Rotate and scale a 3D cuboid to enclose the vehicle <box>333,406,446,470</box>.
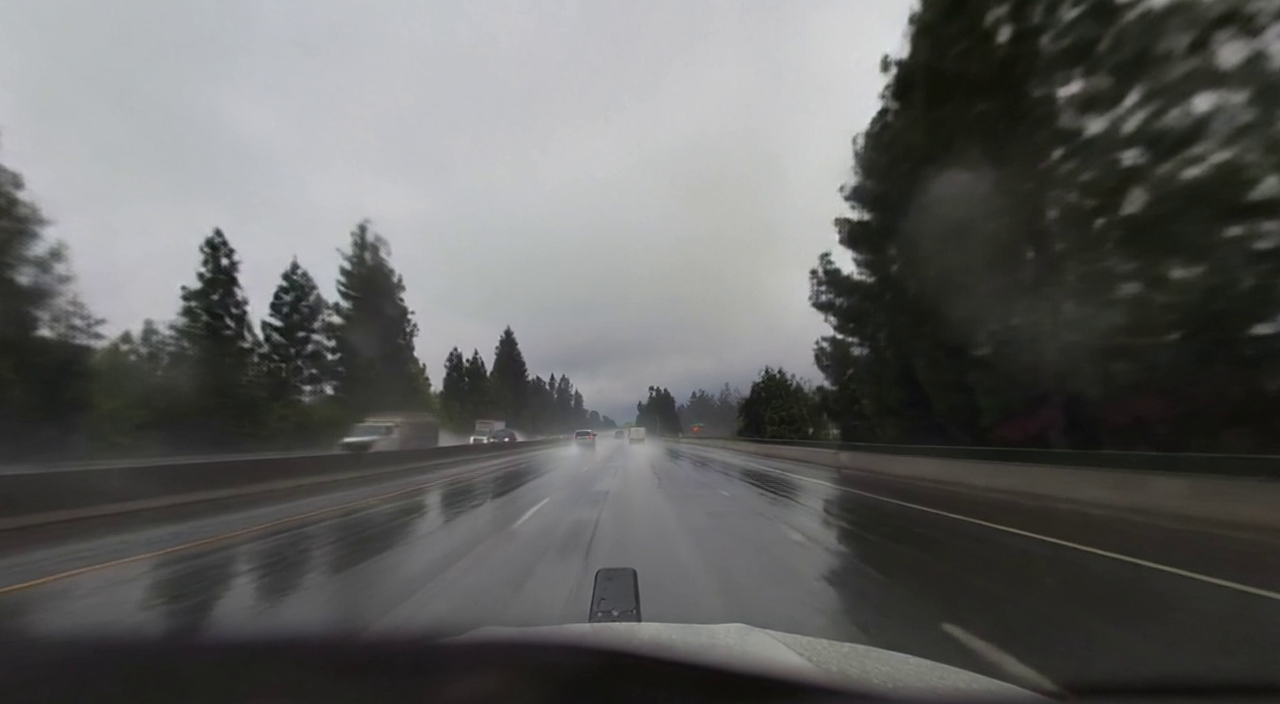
[{"bbox_3d":[-12.731,4.483,32.863,2.811,2.963,7.409,0,-8,0],"label":"vehicle"}]
